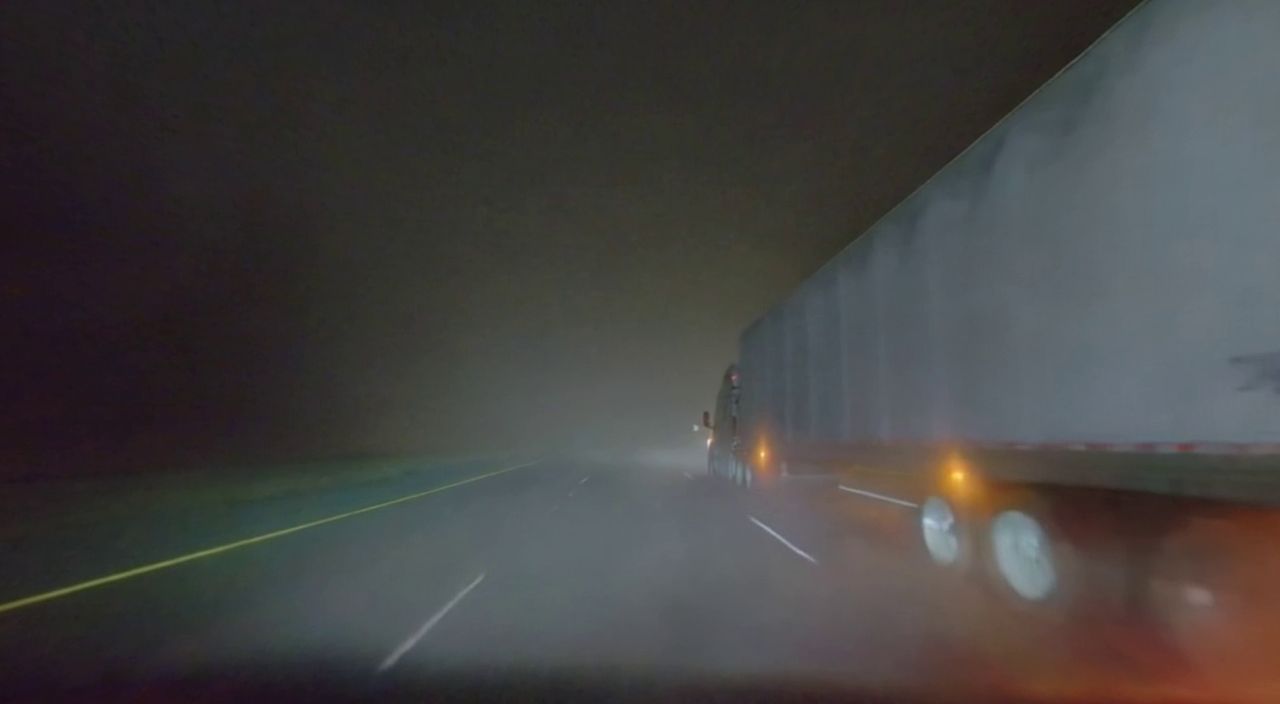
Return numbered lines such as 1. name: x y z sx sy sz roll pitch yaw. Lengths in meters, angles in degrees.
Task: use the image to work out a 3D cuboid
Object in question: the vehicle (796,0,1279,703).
1. vehicle: 4.301 0.198 6.628 2.880 3.986 9.103 0 -8 0
